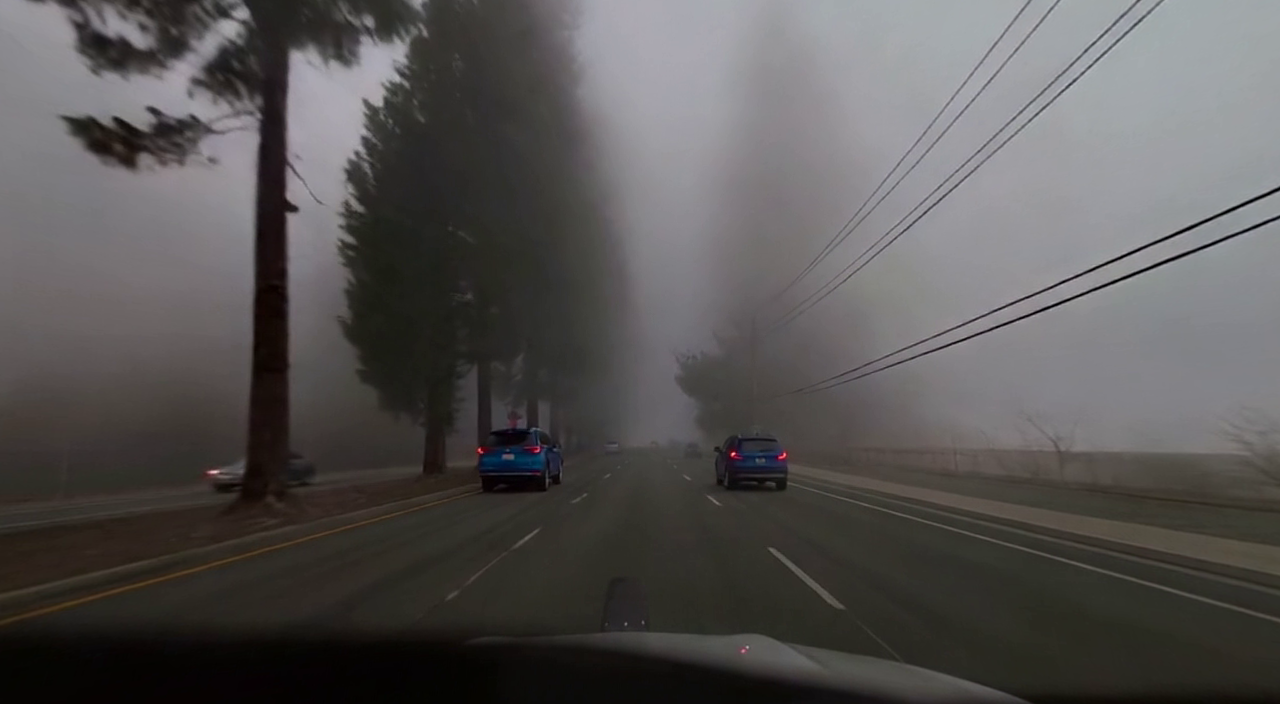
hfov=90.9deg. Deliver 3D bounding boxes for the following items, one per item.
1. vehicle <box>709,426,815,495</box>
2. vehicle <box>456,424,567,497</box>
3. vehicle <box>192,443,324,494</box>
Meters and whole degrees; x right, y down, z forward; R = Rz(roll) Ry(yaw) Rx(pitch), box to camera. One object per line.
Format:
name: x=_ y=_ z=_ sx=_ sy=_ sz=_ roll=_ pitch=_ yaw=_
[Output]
vehicle: x=3.395 y=3.143 z=18.604 sx=2.182 sy=1.744 sz=4.464 roll=0 pitch=-8 yaw=-1
vehicle: x=-3.429 y=3.006 z=17.829 sx=2.104 sy=1.785 sz=4.494 roll=0 pitch=-8 yaw=1
vehicle: x=-13.764 y=4.181 z=23.106 sx=1.961 sy=1.655 sz=4.491 roll=0 pitch=-8 yaw=1
